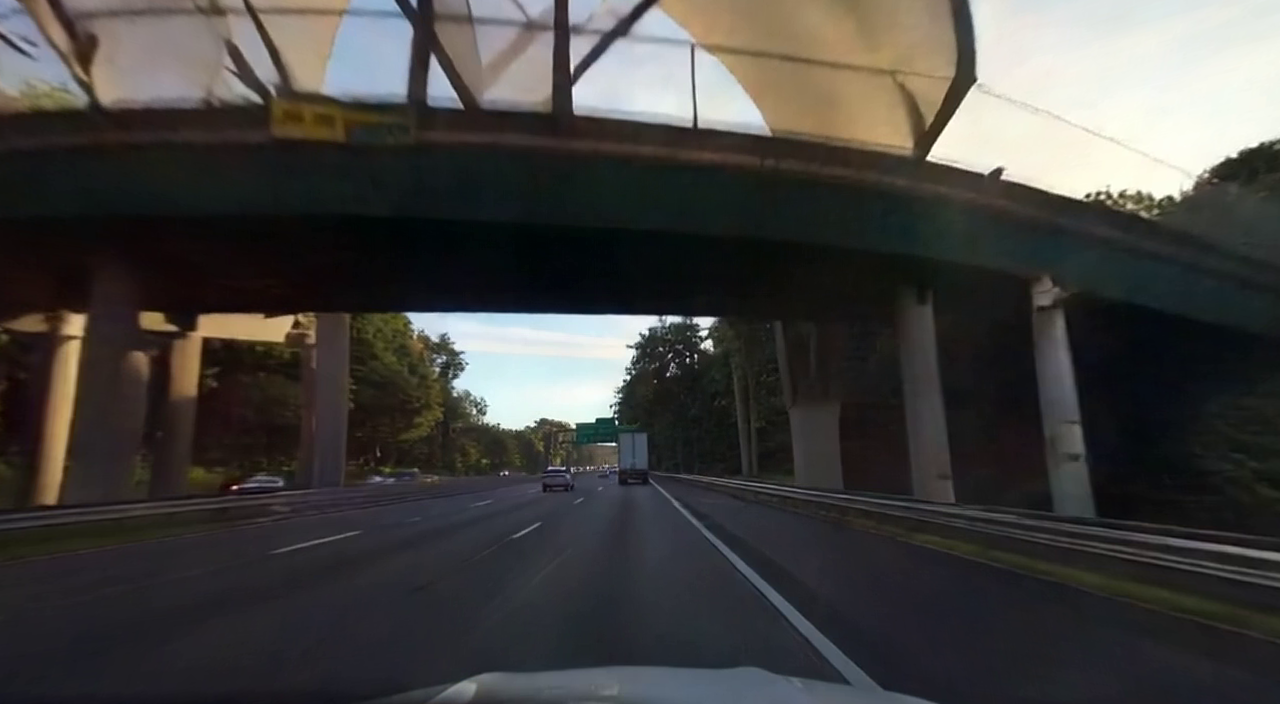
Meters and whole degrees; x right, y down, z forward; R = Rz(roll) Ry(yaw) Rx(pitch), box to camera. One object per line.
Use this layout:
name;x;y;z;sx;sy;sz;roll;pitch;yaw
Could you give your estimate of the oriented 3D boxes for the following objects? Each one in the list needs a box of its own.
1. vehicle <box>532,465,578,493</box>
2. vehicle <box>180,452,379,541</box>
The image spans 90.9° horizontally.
vehicle;-4.862;7.336;36.578;1.950;1.460;4.812;1;-10;0
vehicle;-7.574;3.077;13.829;1.899;1.615;4.097;1;-10;0
